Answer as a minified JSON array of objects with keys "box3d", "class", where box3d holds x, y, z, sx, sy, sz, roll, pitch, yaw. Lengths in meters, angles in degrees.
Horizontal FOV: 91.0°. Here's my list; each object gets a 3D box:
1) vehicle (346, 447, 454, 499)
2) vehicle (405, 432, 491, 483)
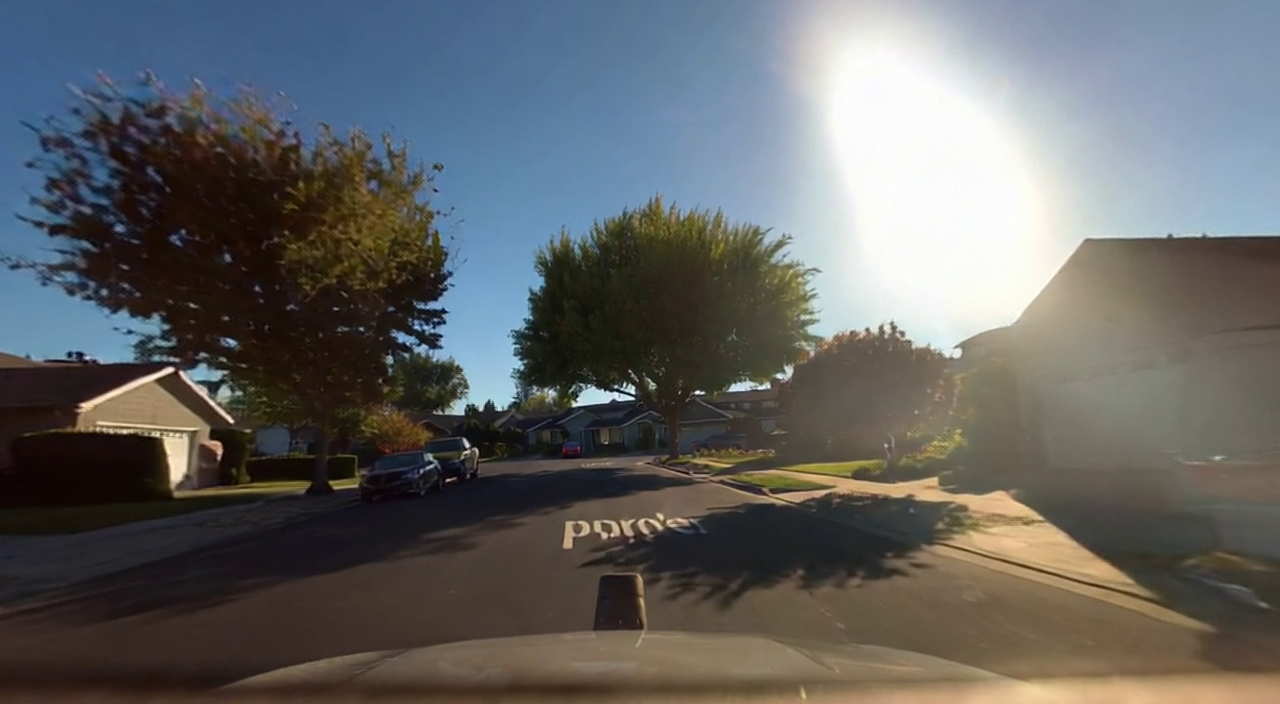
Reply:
[{"box3d":[-7.301,3.683,19.612,2.017,1.397,4.004,0,-8,-4],"class":"vehicle"},{"box3d":[-8.068,4.488,27.117,2.338,1.925,5.725,0,-8,-5],"class":"vehicle"}]
